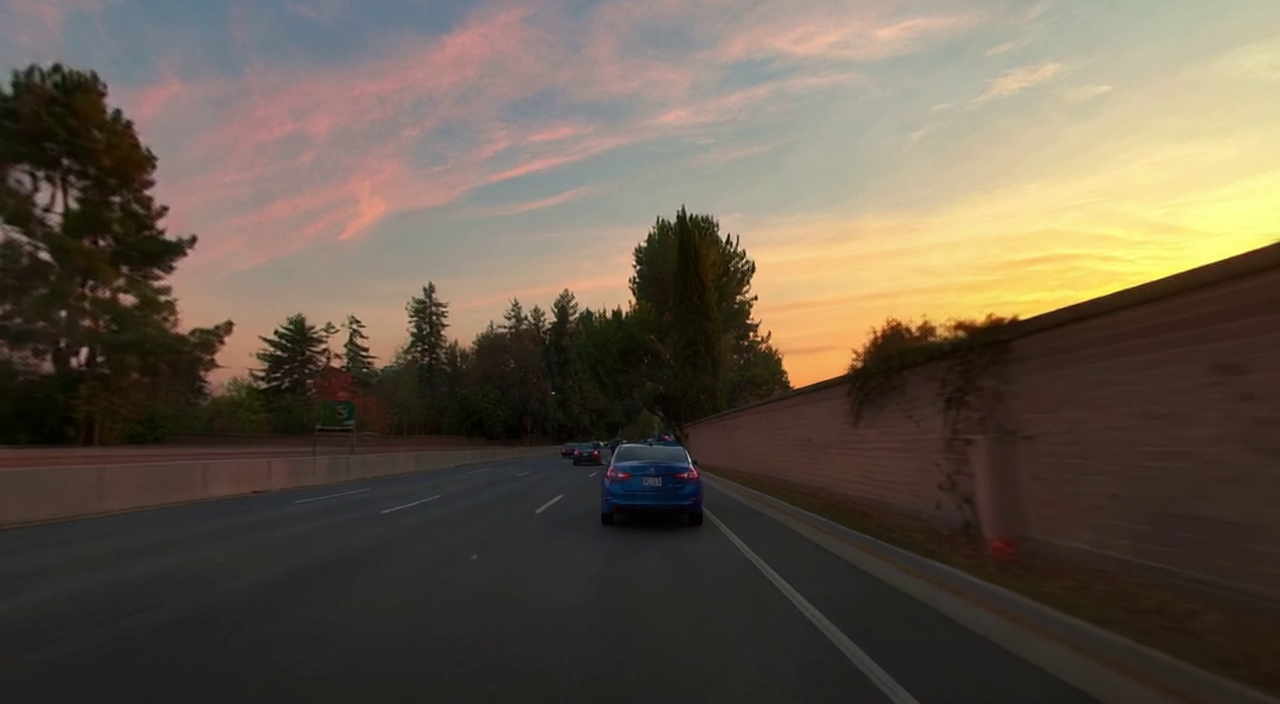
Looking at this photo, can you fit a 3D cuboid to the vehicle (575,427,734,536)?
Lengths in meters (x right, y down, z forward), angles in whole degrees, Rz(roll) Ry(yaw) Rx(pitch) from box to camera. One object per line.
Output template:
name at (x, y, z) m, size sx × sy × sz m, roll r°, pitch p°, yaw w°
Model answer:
vehicle at (0.176, 2.126, 11.005) m, size 2.205 × 1.509 × 4.272 m, roll 0°, pitch -8°, yaw -1°
